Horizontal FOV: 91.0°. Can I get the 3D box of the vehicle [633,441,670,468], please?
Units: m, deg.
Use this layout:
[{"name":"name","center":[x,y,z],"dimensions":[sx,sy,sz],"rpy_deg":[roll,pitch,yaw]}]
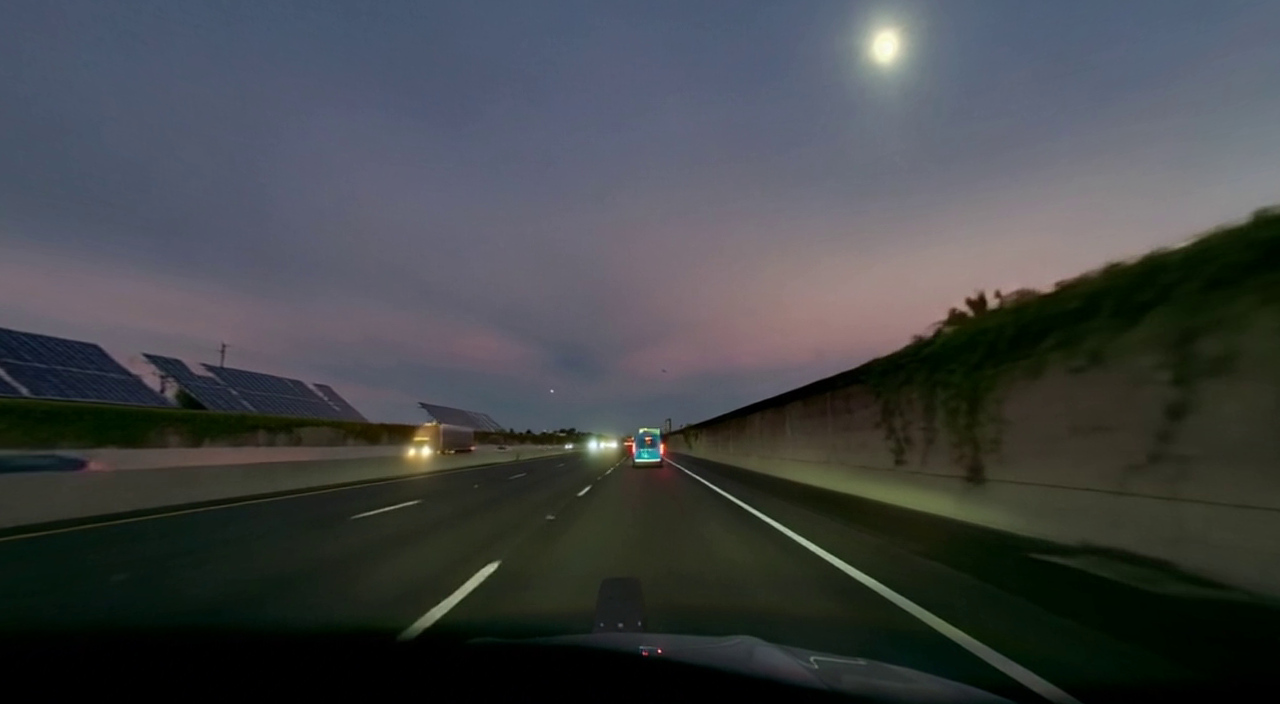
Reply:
[{"name":"vehicle","center":[0.655,5.845,36.053],"dimensions":[1.997,1.484,3.409],"rpy_deg":[0,-8,0]}]
